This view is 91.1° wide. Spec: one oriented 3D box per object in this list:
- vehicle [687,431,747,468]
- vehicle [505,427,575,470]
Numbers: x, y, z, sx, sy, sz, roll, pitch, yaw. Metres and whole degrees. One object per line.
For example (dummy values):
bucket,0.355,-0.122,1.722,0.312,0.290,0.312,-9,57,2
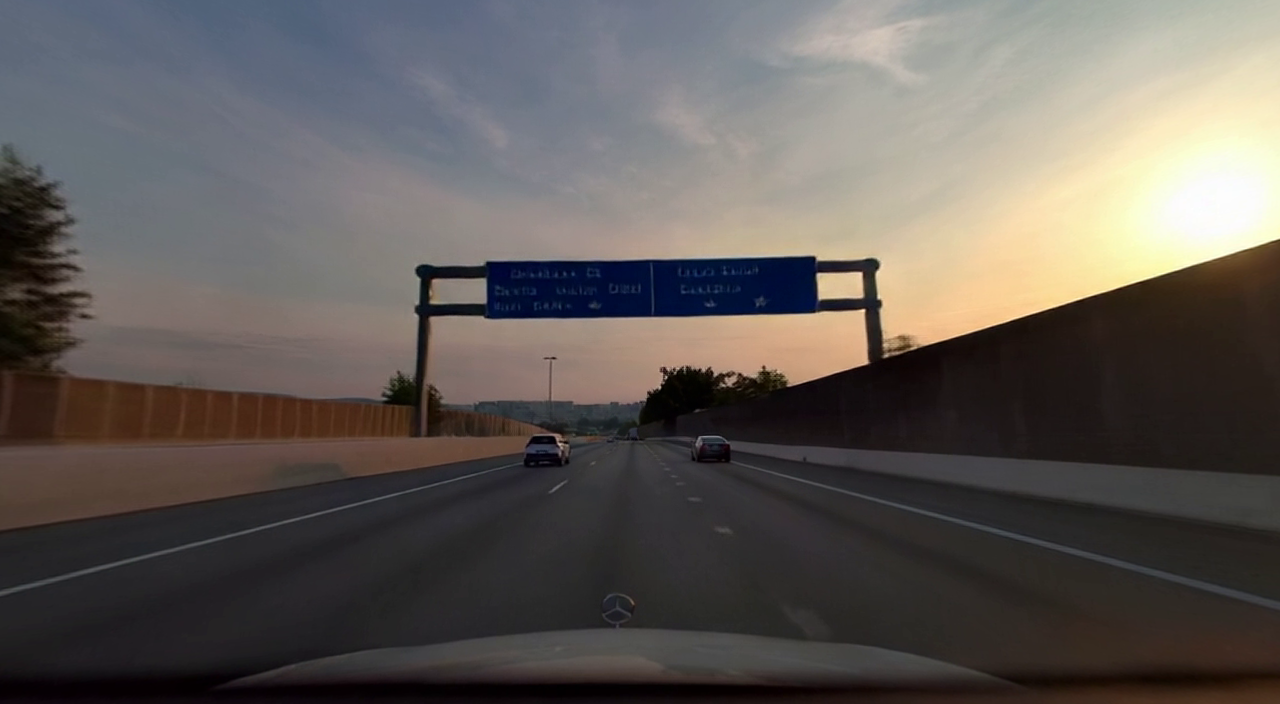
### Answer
vehicle,3.410,4.409,28.807,2.077,1.523,4.539,0,-8,-1
vehicle,-4.065,3.985,26.263,2.219,1.660,4.153,0,-8,0
